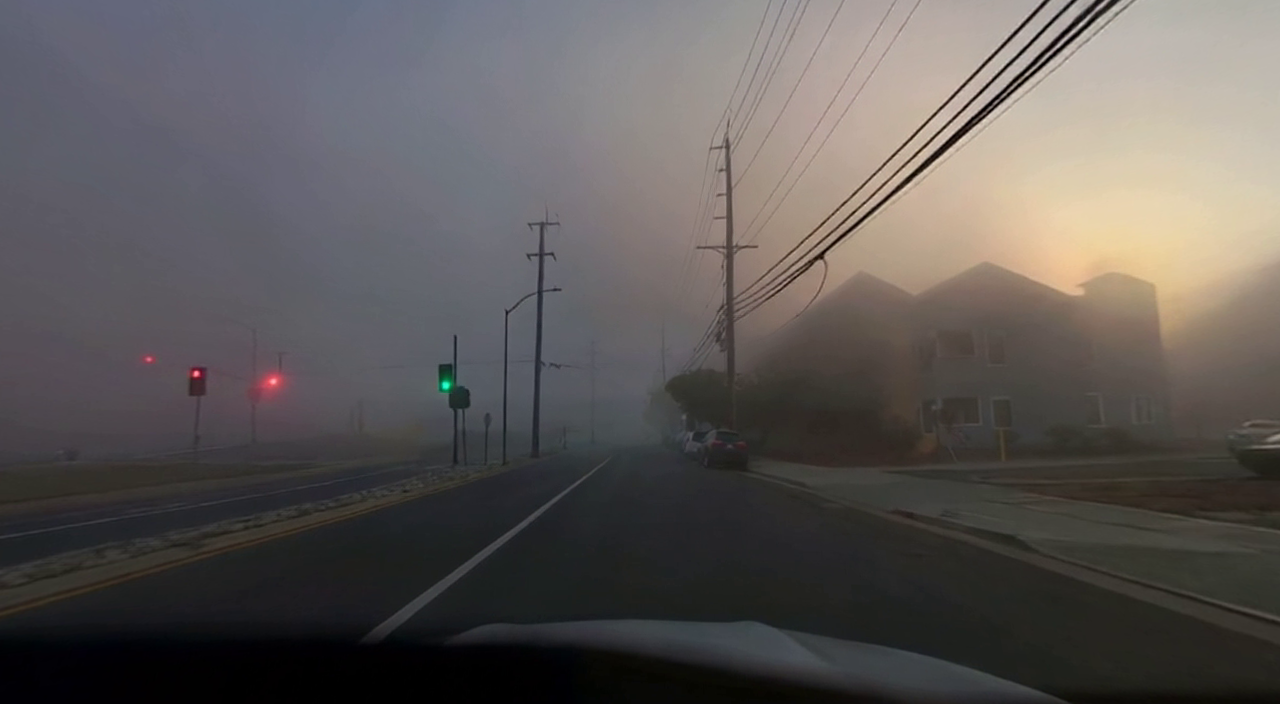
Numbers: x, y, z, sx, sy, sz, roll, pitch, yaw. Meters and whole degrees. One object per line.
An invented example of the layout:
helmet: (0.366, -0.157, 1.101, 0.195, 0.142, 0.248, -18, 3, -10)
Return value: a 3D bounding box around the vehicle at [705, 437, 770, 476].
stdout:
vehicle: (3.868, 4.202, 25.769, 1.785, 1.441, 4.458, 0, -8, -2)
